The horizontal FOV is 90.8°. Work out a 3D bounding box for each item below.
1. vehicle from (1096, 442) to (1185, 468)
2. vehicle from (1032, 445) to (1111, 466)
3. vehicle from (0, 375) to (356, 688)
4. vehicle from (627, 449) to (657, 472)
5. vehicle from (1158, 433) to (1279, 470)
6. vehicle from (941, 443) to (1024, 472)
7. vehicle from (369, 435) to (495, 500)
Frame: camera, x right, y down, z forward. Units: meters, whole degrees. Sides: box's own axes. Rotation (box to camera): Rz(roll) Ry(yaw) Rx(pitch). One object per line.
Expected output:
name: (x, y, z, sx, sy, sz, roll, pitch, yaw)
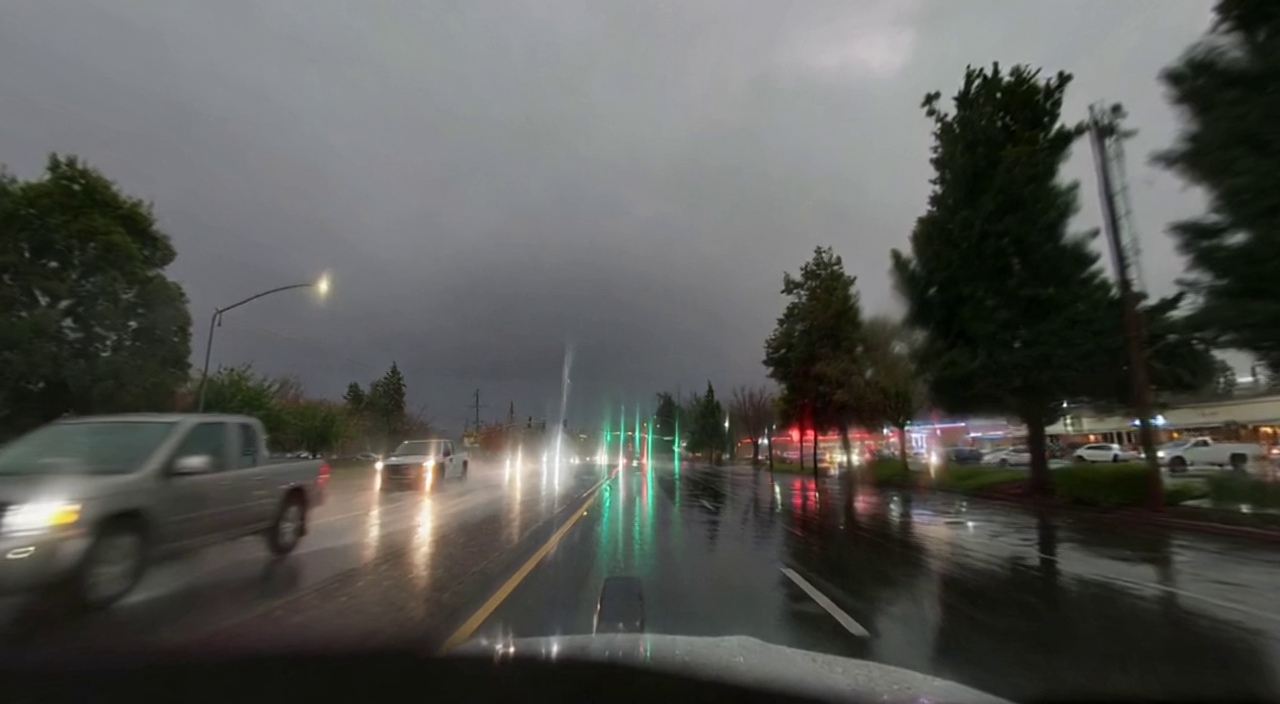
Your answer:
vehicle: (33.428, 6.890, 42.283, 4.324, 1.592, 1.877, 0, -9, -1)
vehicle: (32.232, 7.719, 47.216, 4.458, 1.529, 1.937, 0, -9, -1)
vehicle: (-4.715, 1.404, 5.991, 2.131, 1.914, 4.081, 0, -9, -1)
vehicle: (0.109, 7.820, 45.738, 2.065, 1.521, 4.306, 0, -9, -1)
vehicle: (32.452, 5.553, 35.314, 5.197, 1.939, 1.973, 0, -9, 0)
vehicle: (20.986, 6.420, 38.717, 4.558, 1.657, 2.149, 4, -10, -27)
vehicle: (-7.843, 4.446, 24.890, 2.575, 2.178, 6.917, 0, -9, 0)
